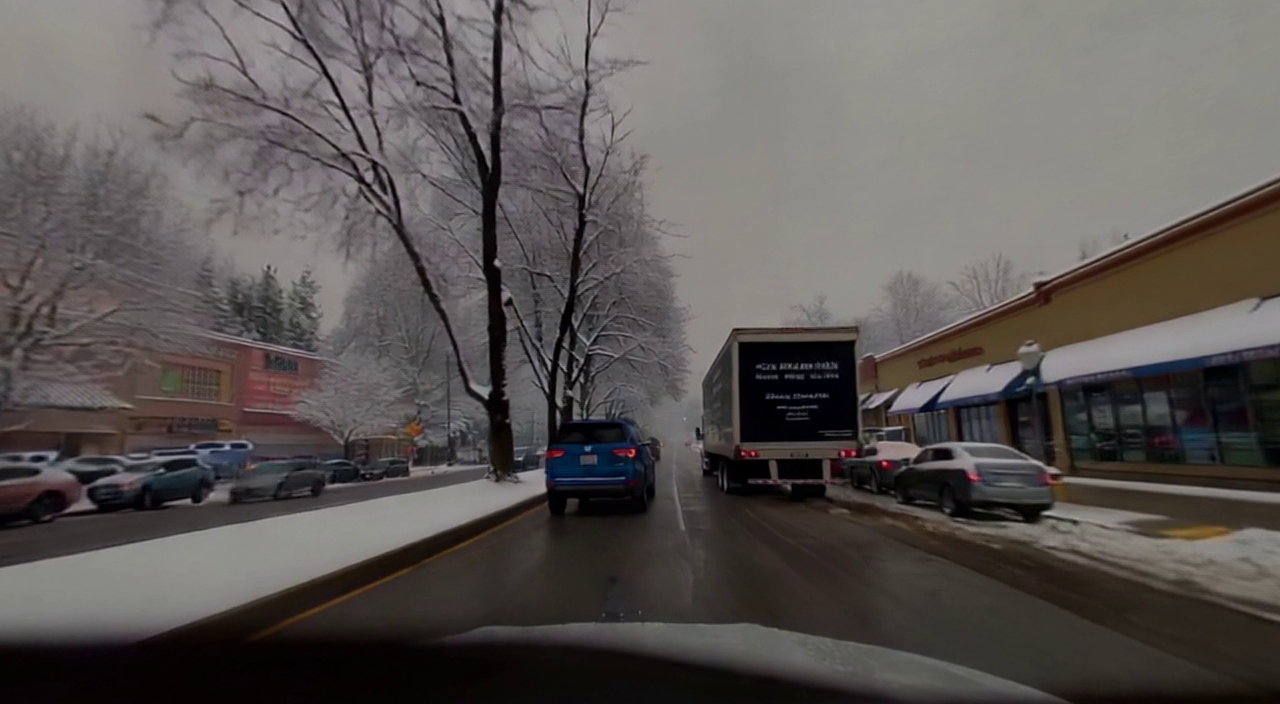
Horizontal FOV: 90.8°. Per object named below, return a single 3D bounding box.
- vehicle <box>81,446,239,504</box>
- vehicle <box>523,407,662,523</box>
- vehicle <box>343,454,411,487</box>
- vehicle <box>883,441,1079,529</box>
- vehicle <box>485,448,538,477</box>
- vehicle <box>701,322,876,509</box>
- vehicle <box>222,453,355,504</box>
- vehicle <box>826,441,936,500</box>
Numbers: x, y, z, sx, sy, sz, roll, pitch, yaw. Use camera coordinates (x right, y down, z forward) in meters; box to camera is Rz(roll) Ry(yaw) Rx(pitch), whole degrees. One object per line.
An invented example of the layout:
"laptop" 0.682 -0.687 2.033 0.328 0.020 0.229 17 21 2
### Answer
"vehicle" -21.143 5.368 28.278 2.233 2.228 5.747 -1 -8 4
"vehicle" -0.778 2.379 13.766 2.293 2.036 4.853 -1 -9 4
"vehicle" -15.509 6.976 37.514 1.874 1.506 4.781 -7 -9 1
"vehicle" 6.848 2.676 13.319 1.929 1.522 4.158 -1 -9 2
"vehicle" -7.245 6.242 35.991 2.056 1.534 4.645 0 -9 0
"vehicle" 3.923 2.353 20.639 3.007 4.206 12.913 0 -9 2
"vehicle" -12.081 4.348 22.147 1.966 1.442 4.466 -3 -9 2
"vehicle" 7.127 3.518 19.187 1.739 1.582 4.282 0 -9 2
